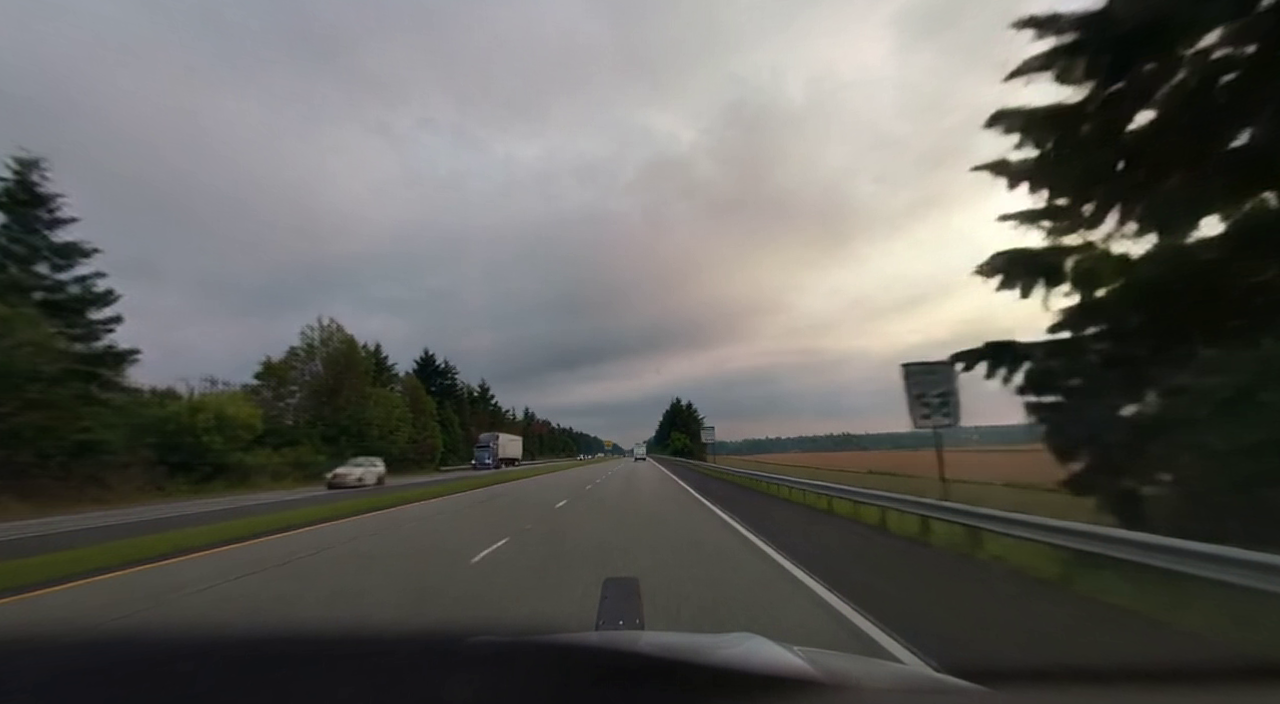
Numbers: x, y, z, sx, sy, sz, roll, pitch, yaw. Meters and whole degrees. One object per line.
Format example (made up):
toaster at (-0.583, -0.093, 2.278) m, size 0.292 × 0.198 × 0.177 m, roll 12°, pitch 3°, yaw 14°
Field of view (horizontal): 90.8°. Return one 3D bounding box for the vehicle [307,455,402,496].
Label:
vehicle at (-11.840, 5.137, 26.490) m, size 2.091 × 1.567 × 3.917 m, roll 0°, pitch -9°, yaw 0°
